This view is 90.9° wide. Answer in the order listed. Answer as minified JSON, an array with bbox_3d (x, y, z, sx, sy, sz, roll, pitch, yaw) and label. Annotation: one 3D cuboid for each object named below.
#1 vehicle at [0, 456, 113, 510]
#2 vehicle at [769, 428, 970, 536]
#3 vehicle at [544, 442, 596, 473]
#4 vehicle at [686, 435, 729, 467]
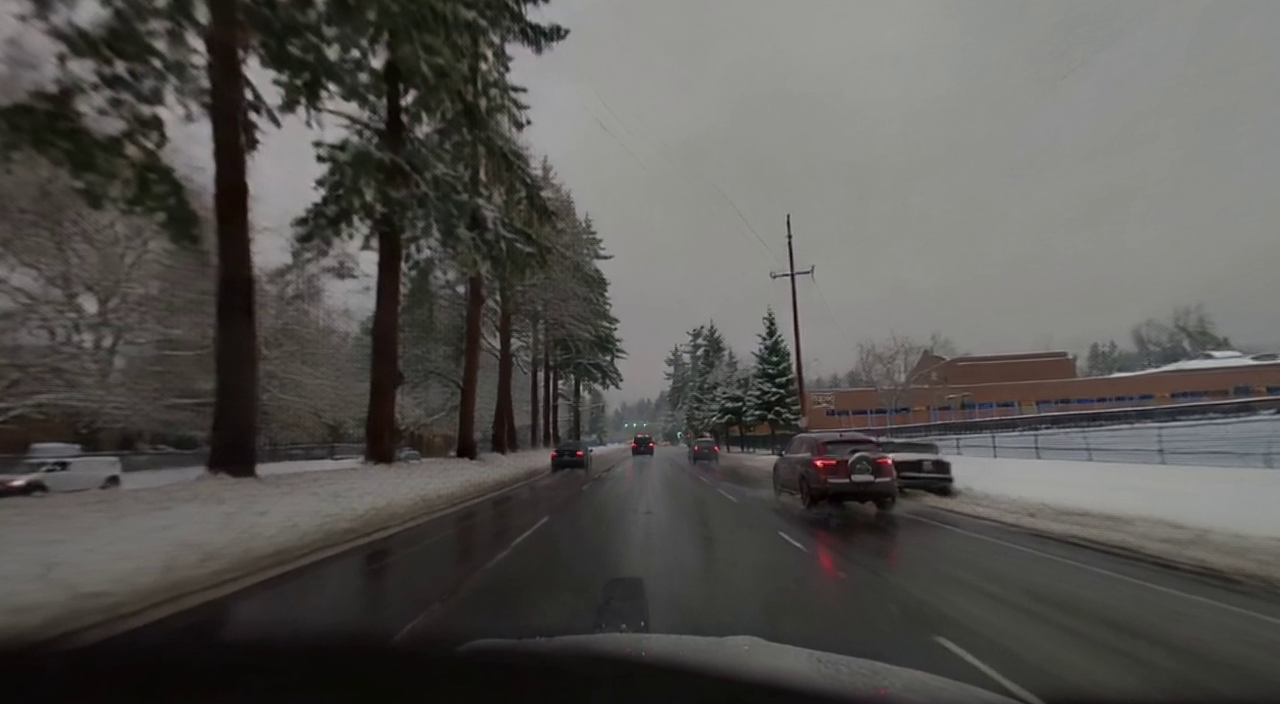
[{"bbox_3d":[-22.521,4.767,23.316,1.976,1.697,4.738,0,-8,-1],"label":"vehicle"},{"bbox_3d":[3.672,2.139,11.049,1.919,1.502,4.232,0,-8,0],"label":"vehicle"},{"bbox_3d":[-3.257,5.000,30.127,2.013,1.354,3.908,0,-8,1],"label":"vehicle"},{"bbox_3d":[3.825,5.646,36.175,1.980,1.709,4.367,0,-8,0],"label":"vehicle"}]
